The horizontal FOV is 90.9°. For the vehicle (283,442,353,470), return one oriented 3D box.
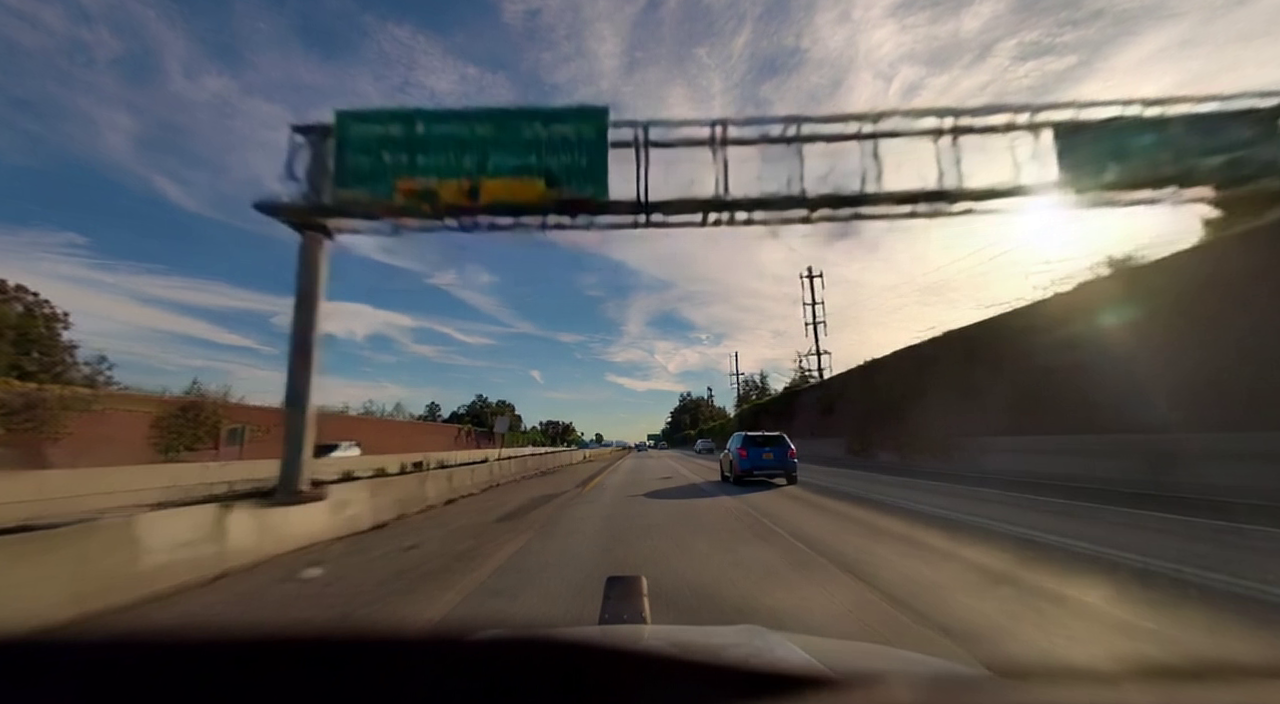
[{"bbox_3d":[-19.657,6.345,38.769,2.037,1.612,4.332,0,-8,0],"label":"vehicle"}]

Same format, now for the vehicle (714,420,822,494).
[{"bbox_3d":[3.457,2.934,17.982,2.120,1.832,4.287,0,-8,0],"label":"vehicle"}]
